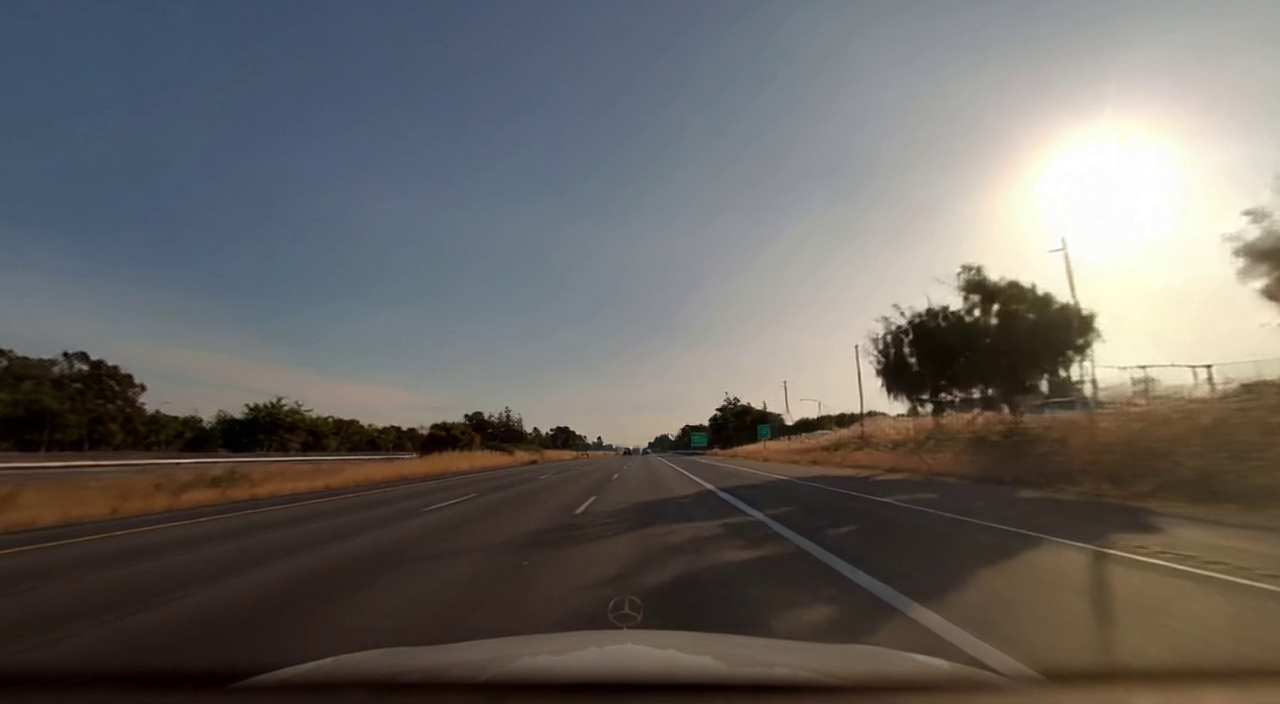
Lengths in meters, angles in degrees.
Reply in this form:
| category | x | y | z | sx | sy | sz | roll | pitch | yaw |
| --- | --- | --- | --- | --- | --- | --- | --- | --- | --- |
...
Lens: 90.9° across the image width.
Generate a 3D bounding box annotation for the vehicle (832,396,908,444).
| category | x | y | z | sx | sy | sz | roll | pitch | yaw |
| --- | --- | --- | --- | --- | --- | --- | --- | --- | --- |
| vehicle | 17.393 | 5.373 | 48.275 | 2.821 | 3.355 | 7.583 | 0 | -8 | -1 |
